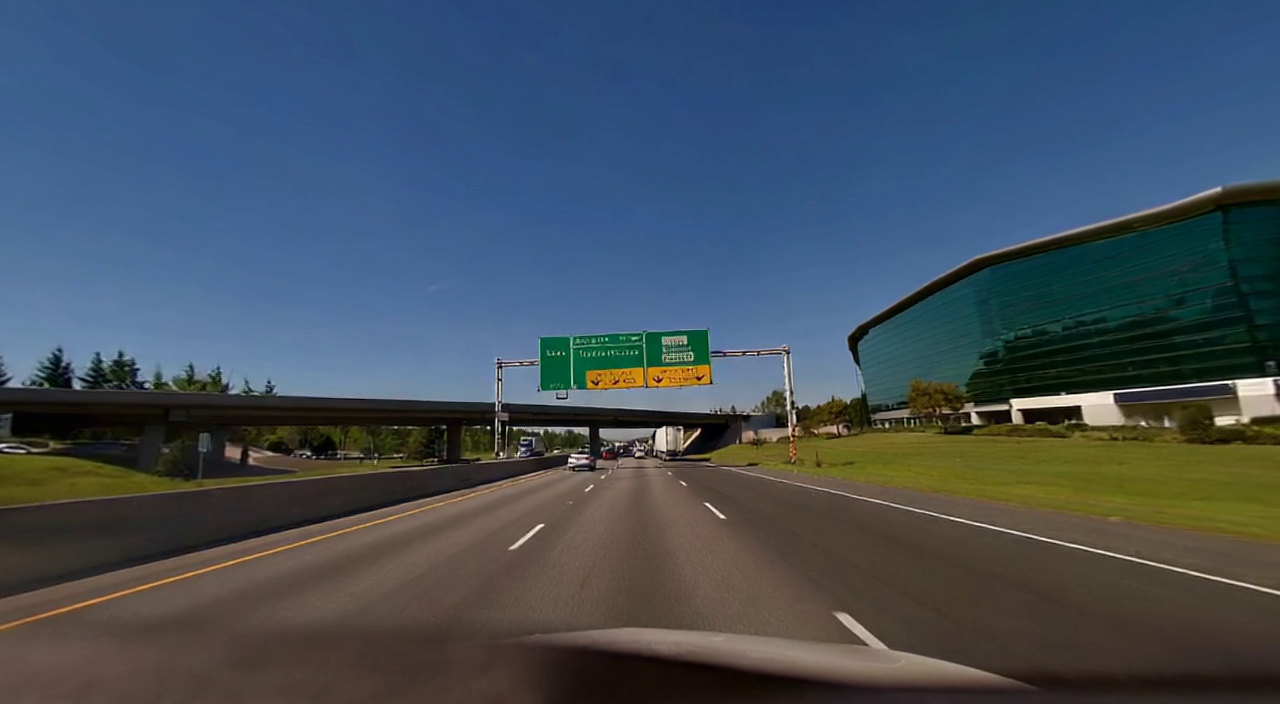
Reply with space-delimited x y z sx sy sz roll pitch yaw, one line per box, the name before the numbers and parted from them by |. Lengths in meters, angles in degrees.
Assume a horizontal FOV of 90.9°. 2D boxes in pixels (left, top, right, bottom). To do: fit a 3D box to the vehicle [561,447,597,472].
vehicle | -3.978 7.132 41.927 2.042 1.506 4.211 0 -9 -1
